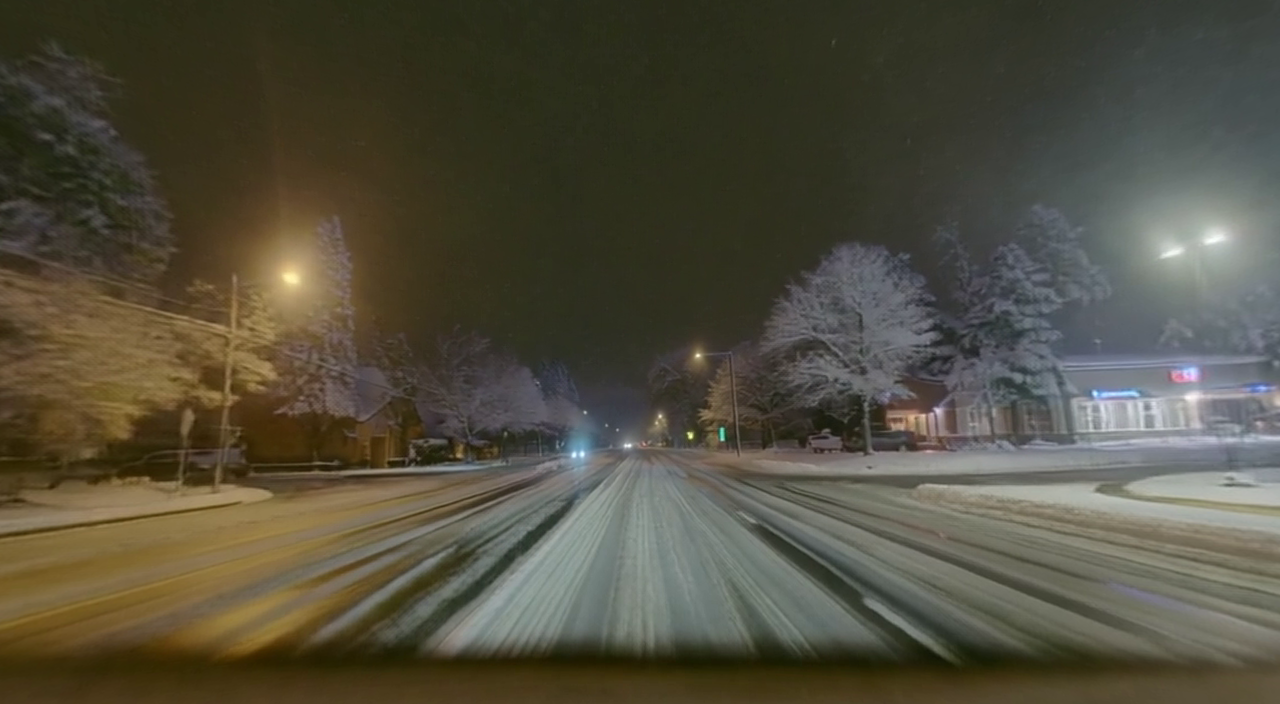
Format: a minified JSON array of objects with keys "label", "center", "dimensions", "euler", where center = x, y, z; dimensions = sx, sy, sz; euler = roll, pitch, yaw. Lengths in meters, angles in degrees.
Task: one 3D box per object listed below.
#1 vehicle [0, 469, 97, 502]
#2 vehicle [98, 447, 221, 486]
[{"label":"vehicle","center":[-29.003,6.374,30.273],"dimensions":[4.279,1.437,1.872],"euler":[-1,-8,2]},{"label":"vehicle","center":[-30.613,7.281,40.417],"dimensions":[5.937,2.345,2.252],"euler":[0,-8,-1]}]
